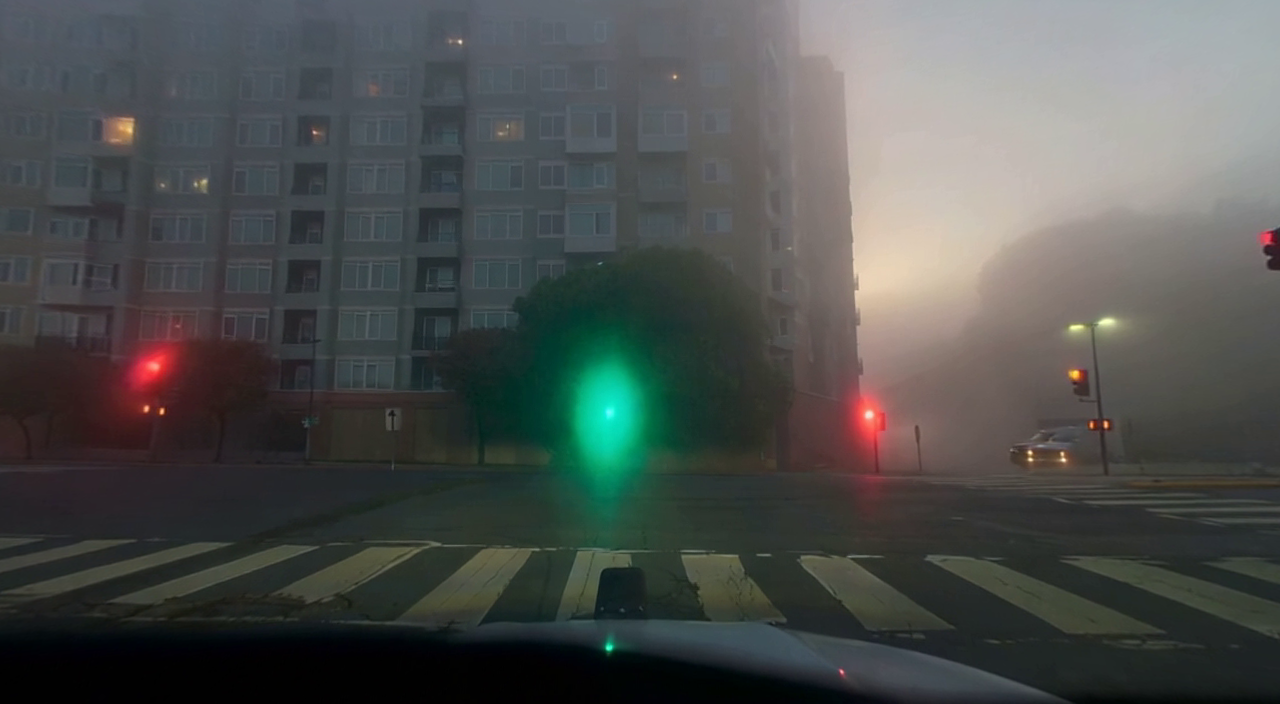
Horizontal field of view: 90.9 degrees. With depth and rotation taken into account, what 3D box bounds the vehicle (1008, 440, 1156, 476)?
[{"bbox_3d":[18.585,4.464,26.692,4.823,1.458,1.914,0,-9,-1],"label":"vehicle"}]
